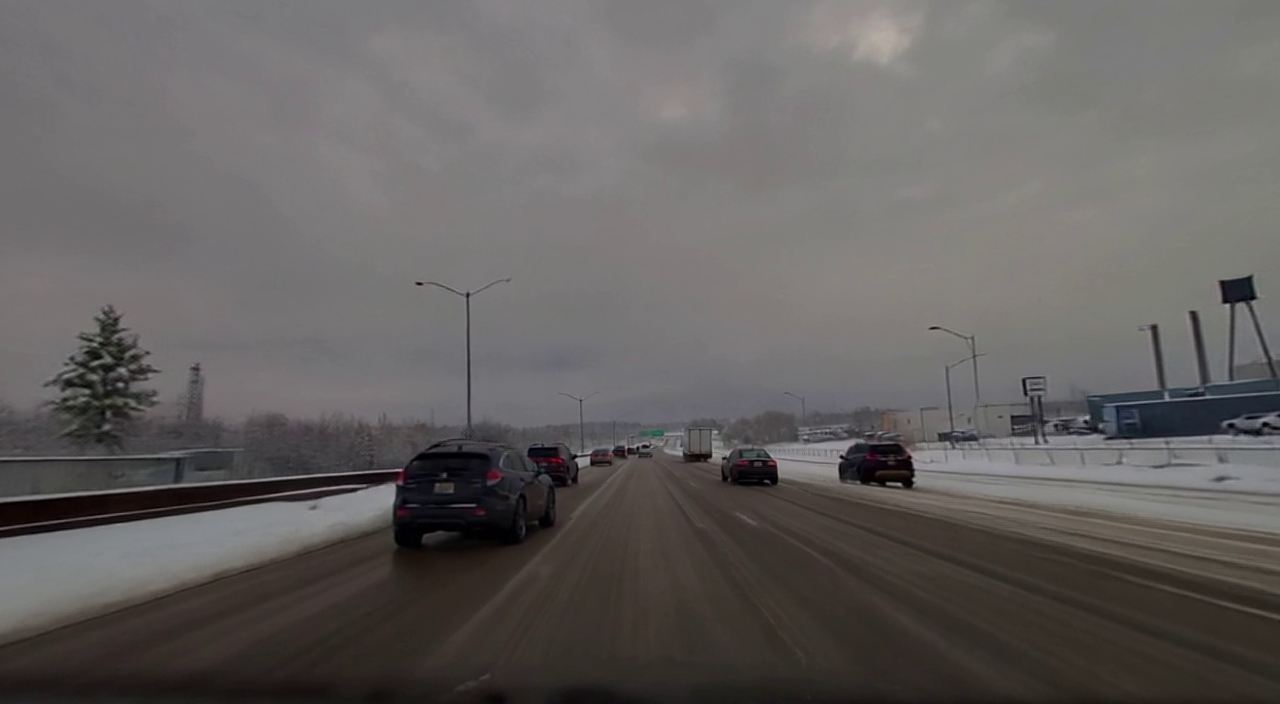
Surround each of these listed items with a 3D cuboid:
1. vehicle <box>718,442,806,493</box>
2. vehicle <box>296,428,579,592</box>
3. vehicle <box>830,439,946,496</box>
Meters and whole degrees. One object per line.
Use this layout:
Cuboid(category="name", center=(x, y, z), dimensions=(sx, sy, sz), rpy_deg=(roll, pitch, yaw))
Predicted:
Cuboid(category="vehicle", center=(3.876, 3.731, 20.822), dimensions=(1.942, 1.453, 4.329), rpy_deg=(0, -8, -1))
Cuboid(category="vehicle", center=(-2.194, 1.878, 8.556), dimensions=(2.067, 1.555, 4.851), rpy_deg=(-1, -8, 2))
Cuboid(category="vehicle", center=(7.376, 3.435, 19.240), dimensions=(1.860, 1.520, 3.961), rpy_deg=(0, -8, -1))
